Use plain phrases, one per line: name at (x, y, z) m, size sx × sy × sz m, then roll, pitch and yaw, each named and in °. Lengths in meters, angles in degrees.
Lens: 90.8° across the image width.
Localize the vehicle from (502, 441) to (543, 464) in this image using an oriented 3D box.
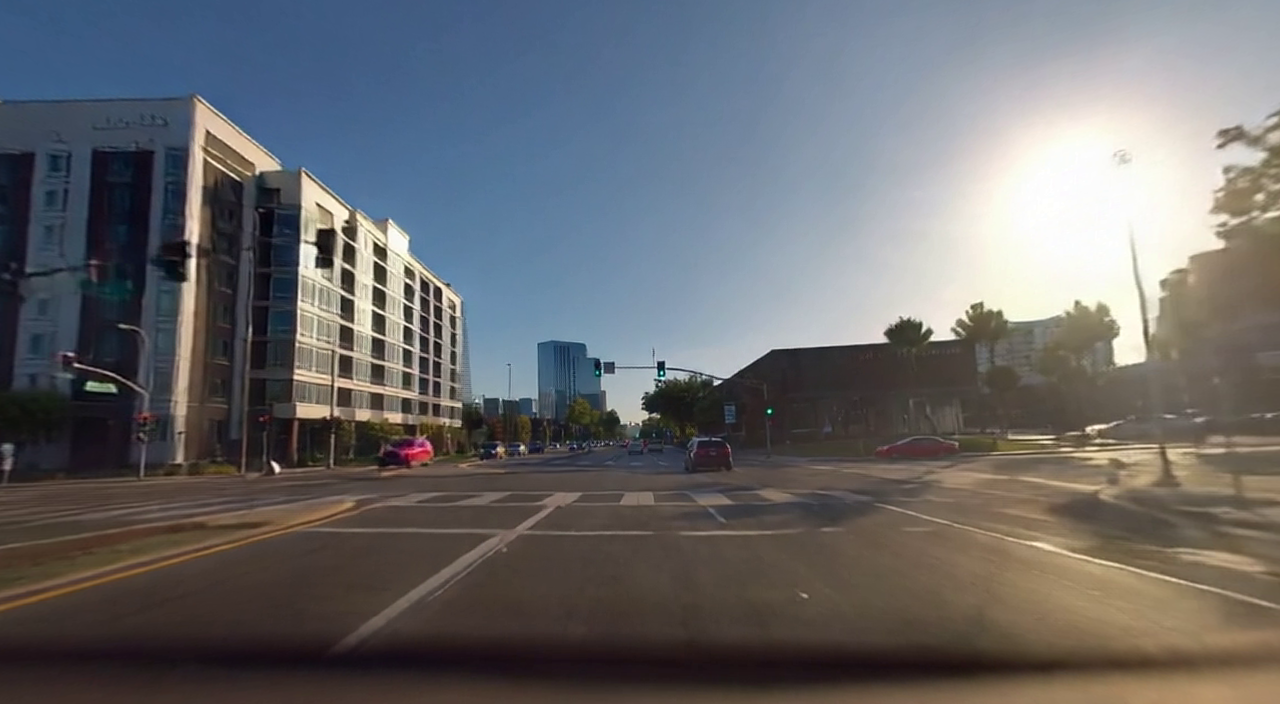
vehicle at (-8.070, 6.935, 43.797) m, size 1.963 × 1.472 × 4.584 m, roll -1°, pitch -8°, yaw 0°

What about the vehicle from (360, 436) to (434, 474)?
vehicle at (-12.245, 5.221, 32.171) m, size 1.951 × 1.759 × 4.518 m, roll -1°, pitch -8°, yaw 0°

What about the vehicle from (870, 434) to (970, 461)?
vehicle at (16.404, 5.610, 37.249) m, size 4.839 × 1.490 × 2.134 m, roll -1°, pitch -8°, yaw 4°

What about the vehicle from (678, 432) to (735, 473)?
vehicle at (3.033, 4.701, 29.723) m, size 2.069 × 1.761 × 4.610 m, roll 0°, pitch -8°, yaw -1°
